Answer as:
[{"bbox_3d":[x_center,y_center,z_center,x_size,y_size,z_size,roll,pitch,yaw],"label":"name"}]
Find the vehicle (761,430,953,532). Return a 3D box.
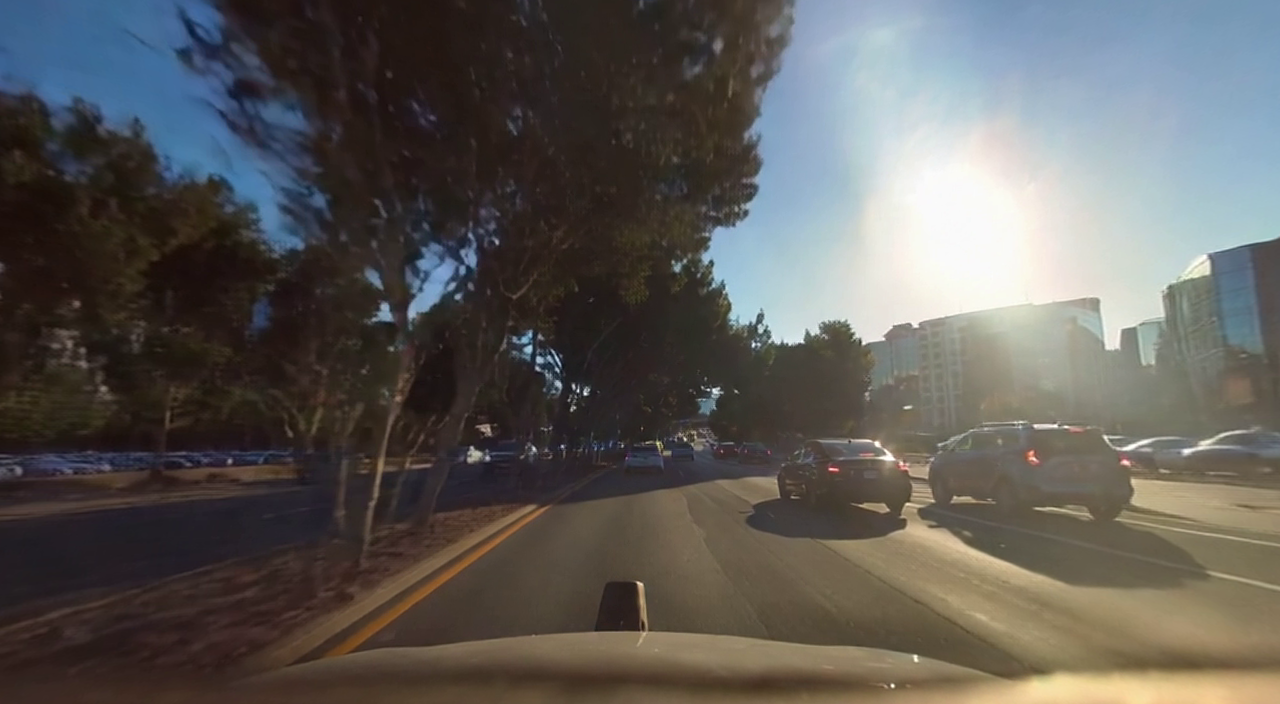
[{"bbox_3d":[3.561,2.196,11.331,1.858,1.466,4.230,0,-9,-1],"label":"vehicle"}]

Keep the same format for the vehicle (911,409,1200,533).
[{"bbox_3d":[7.136,2.097,11.680,2.134,1.810,4.590,0,-9,-1],"label":"vehicle"}]

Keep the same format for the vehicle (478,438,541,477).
[{"bbox_3d":[-5.629,4.610,27.791,1.887,1.582,3.915,0,-9,1],"label":"vehicle"}]

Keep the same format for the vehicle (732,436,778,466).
[{"bbox_3d":[7.318,6.387,40.731,2.068,1.779,4.567,0,-9,-1],"label":"vehicle"}]

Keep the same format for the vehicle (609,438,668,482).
[{"bbox_3d":[-0.041,3.953,23.438,1.994,1.479,3.647,0,-9,0],"label":"vehicle"}]

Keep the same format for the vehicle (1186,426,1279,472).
[{"bbox_3d":[19.857,3.086,20.062,3.316,1.355,1.611,-2,-11,6],"label":"vehicle"}]

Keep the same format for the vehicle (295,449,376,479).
[{"bbox_3d":[-16.601,6.124,34.792,1.982,1.481,4.706,0,-9,2],"label":"vehicle"}]
